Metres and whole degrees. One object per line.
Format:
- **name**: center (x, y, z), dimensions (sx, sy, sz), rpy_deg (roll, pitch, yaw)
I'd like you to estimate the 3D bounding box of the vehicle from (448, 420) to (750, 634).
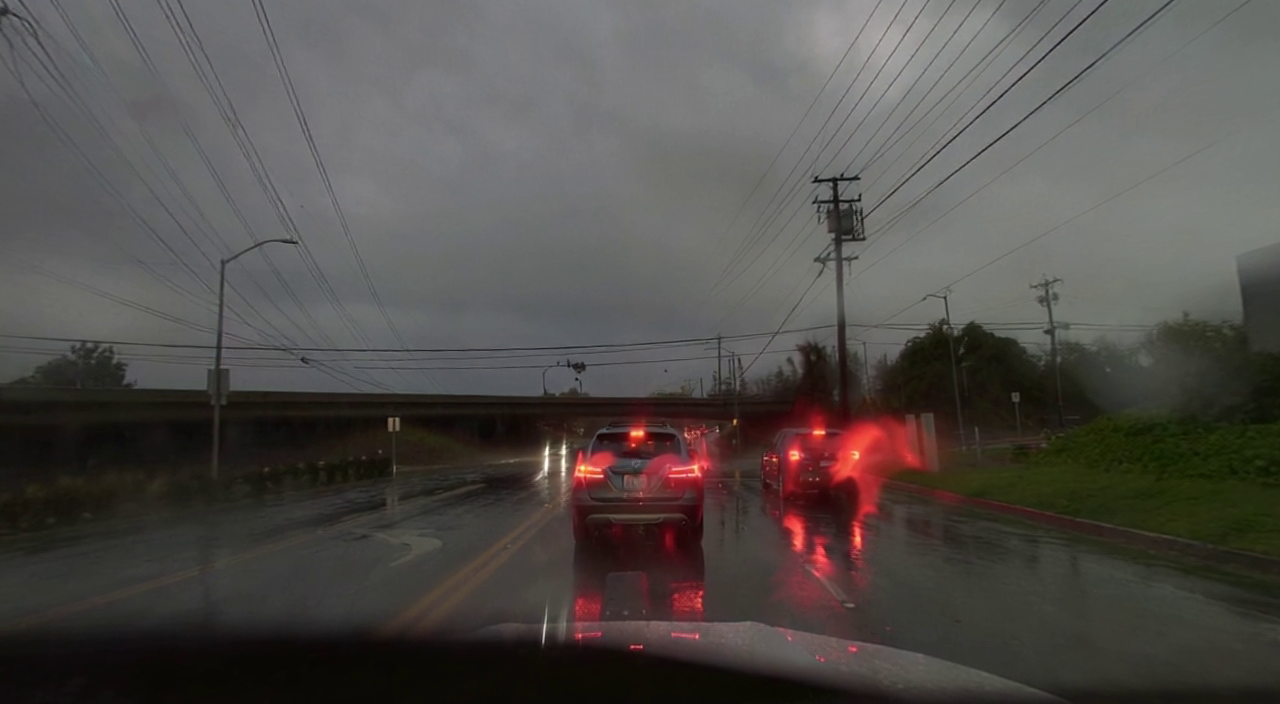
- **vehicle**: center (-0.249, 1.522, 6.450), dimensions (2.090, 1.458, 4.033), rpy_deg (-1, -9, 1)
